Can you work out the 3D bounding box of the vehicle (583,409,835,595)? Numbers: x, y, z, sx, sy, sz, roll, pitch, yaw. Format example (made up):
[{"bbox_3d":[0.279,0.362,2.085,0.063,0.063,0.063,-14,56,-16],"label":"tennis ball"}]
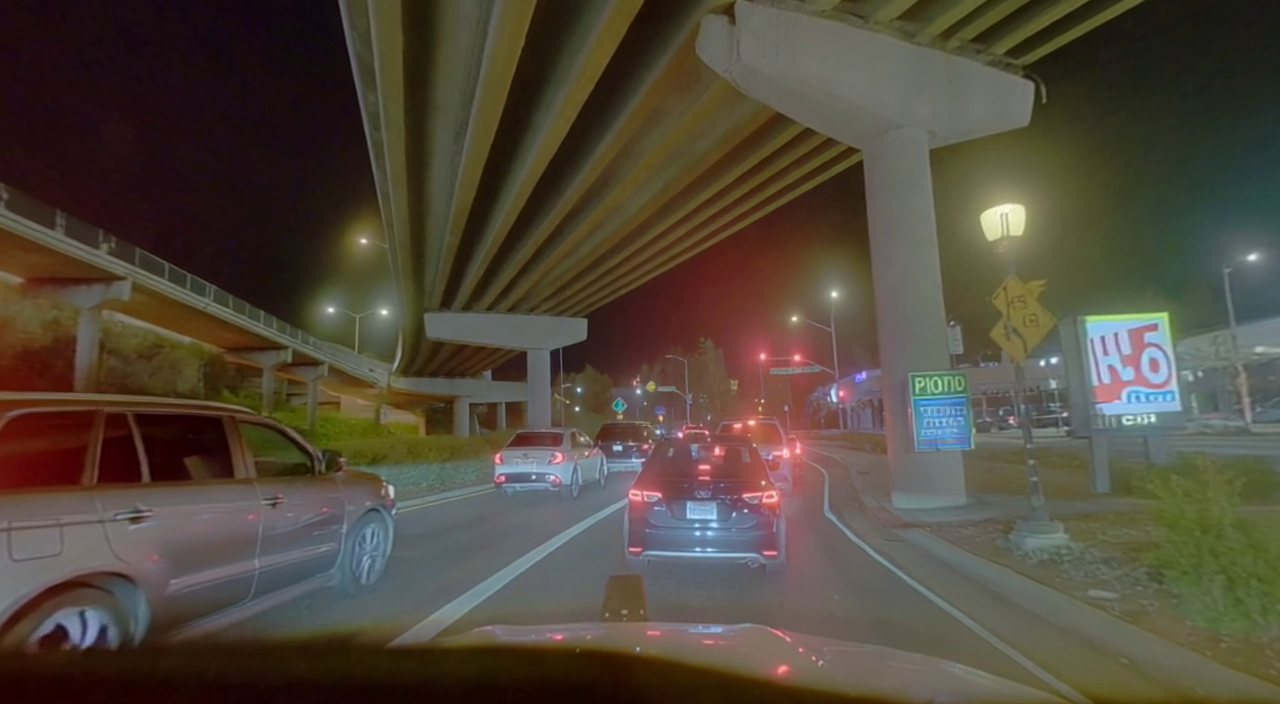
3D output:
[{"bbox_3d":[0.919,1.624,7.751,2.195,1.571,4.353,-2,-8,9],"label":"vehicle"}]

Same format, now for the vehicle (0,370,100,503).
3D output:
[{"bbox_3d":[-24.412,2.632,18.272,13.064,3.755,3.269,0,-8,-13],"label":"vehicle"}]

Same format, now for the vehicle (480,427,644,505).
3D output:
[{"bbox_3d":[-1.579,2.607,14.929,2.214,1.519,4.704,-3,-9,15],"label":"vehicle"}]
